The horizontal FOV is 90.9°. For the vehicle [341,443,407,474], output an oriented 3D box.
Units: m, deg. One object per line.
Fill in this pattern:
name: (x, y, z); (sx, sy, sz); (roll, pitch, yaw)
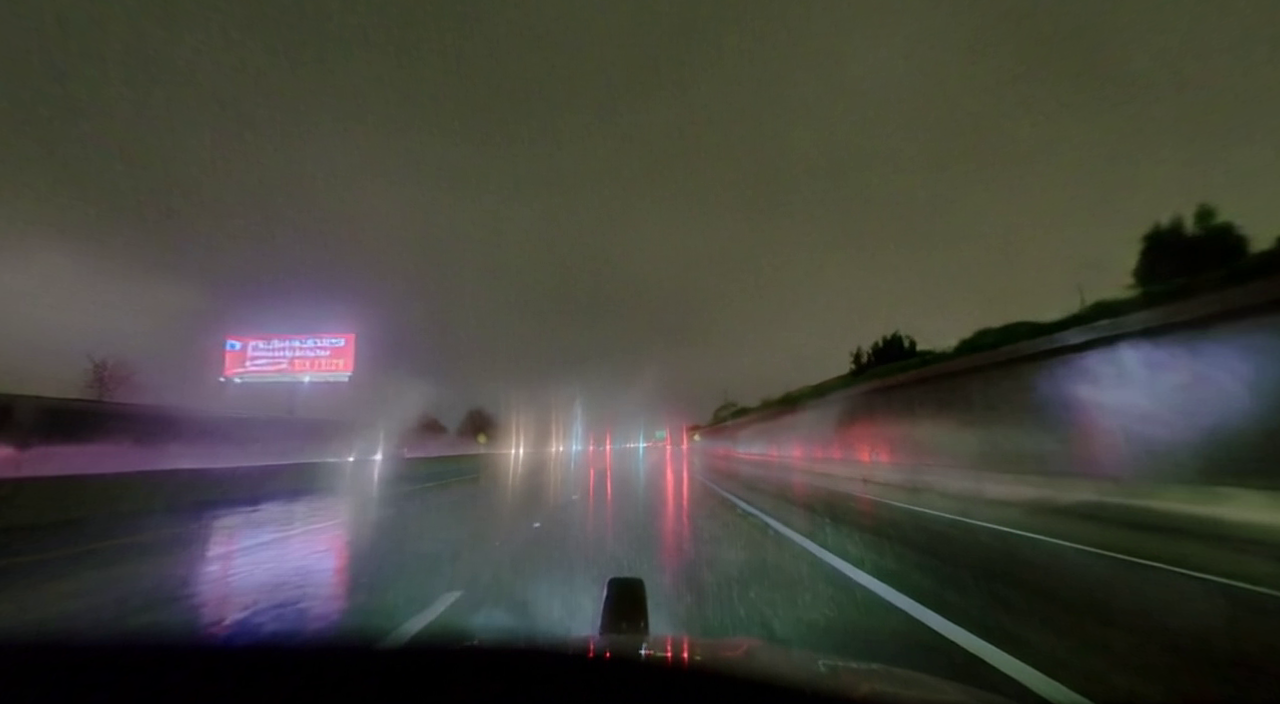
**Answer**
vehicle: (-16.201, 6.475, 38.754); (1.977, 1.763, 4.611); (0, -8, 1)
